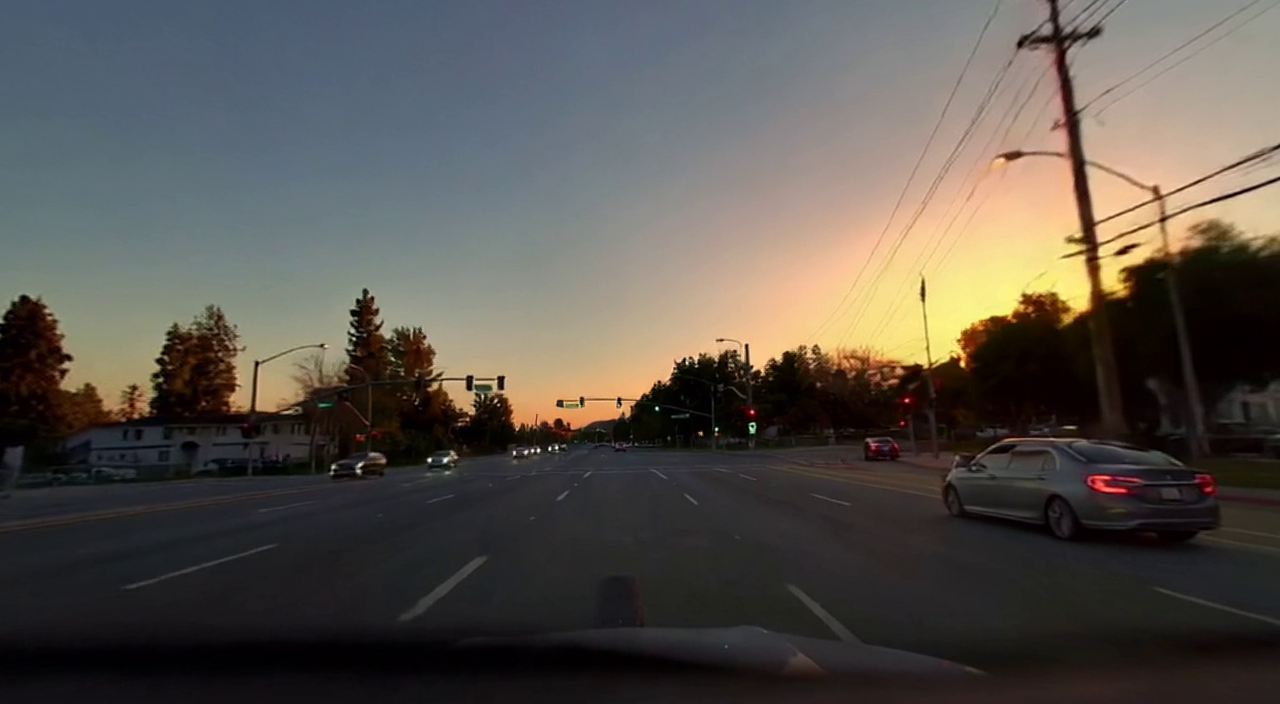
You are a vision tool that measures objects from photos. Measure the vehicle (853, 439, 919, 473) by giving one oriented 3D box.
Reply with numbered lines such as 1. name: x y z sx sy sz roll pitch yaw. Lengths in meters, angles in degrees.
1. vehicle: 12.384 5.241 32.078 1.979 1.581 4.271 -1 -9 6

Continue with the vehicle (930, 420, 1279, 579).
1. vehicle: 6.141 1.782 8.541 2.113 1.520 4.650 0 -8 -2

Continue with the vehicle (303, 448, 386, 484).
1. vehicle: -14.556 5.631 31.449 2.040 1.614 4.564 0 -8 -2

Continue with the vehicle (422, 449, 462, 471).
1. vehicle: -15.381 8.396 49.318 1.880 1.545 3.962 0 -8 -1
